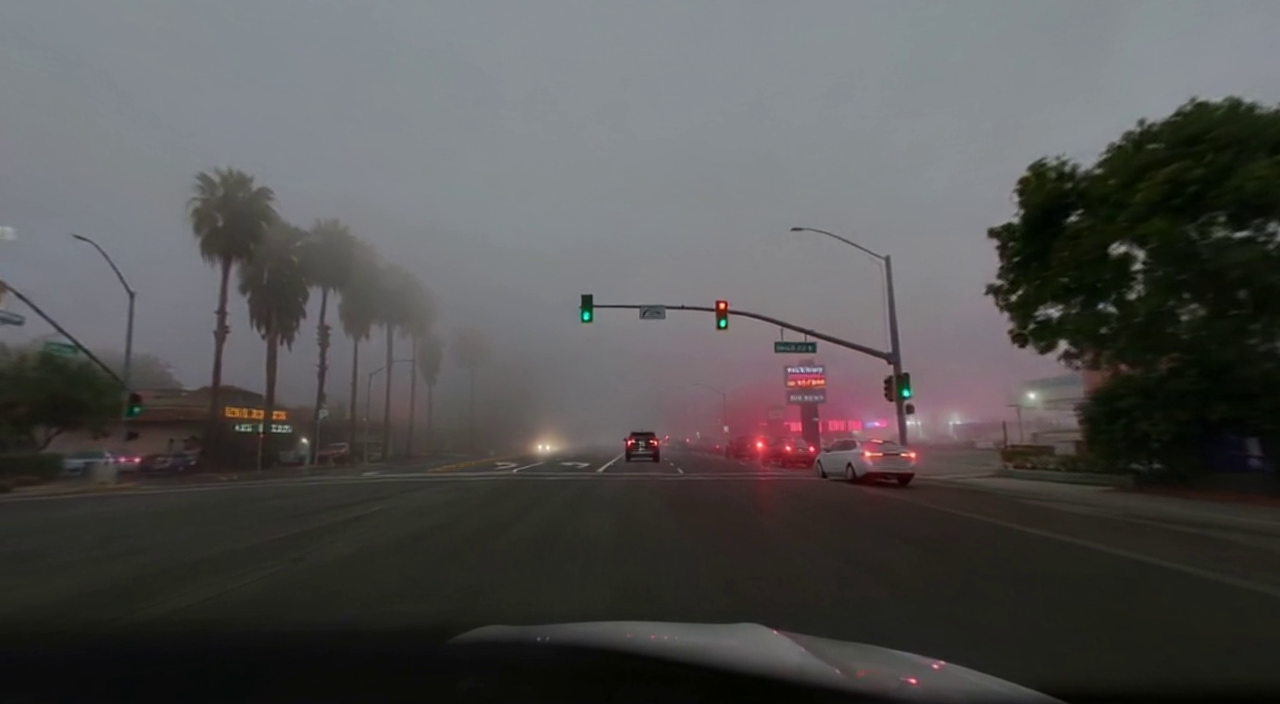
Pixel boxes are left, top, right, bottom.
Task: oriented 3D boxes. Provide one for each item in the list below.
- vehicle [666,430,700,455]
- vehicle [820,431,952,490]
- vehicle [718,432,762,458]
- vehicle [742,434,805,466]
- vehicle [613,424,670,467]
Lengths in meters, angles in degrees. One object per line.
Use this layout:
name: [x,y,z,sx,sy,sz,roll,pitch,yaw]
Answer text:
vehicle: [3.285,7.039,49.067,2.187,1.777,4.444,0,-8,-2]
vehicle: [6.823,3.060,18.133,1.902,1.461,4.428,0,-8,-1]
vehicle: [6.733,6.304,42.870,2.100,1.675,4.536,0,-8,-2]
vehicle: [6.653,4.944,32.093,2.038,1.476,5.032,0,-8,-1]
vehicle: [0.028,4.316,29.157,2.428,1.816,4.959,0,-8,-1]
